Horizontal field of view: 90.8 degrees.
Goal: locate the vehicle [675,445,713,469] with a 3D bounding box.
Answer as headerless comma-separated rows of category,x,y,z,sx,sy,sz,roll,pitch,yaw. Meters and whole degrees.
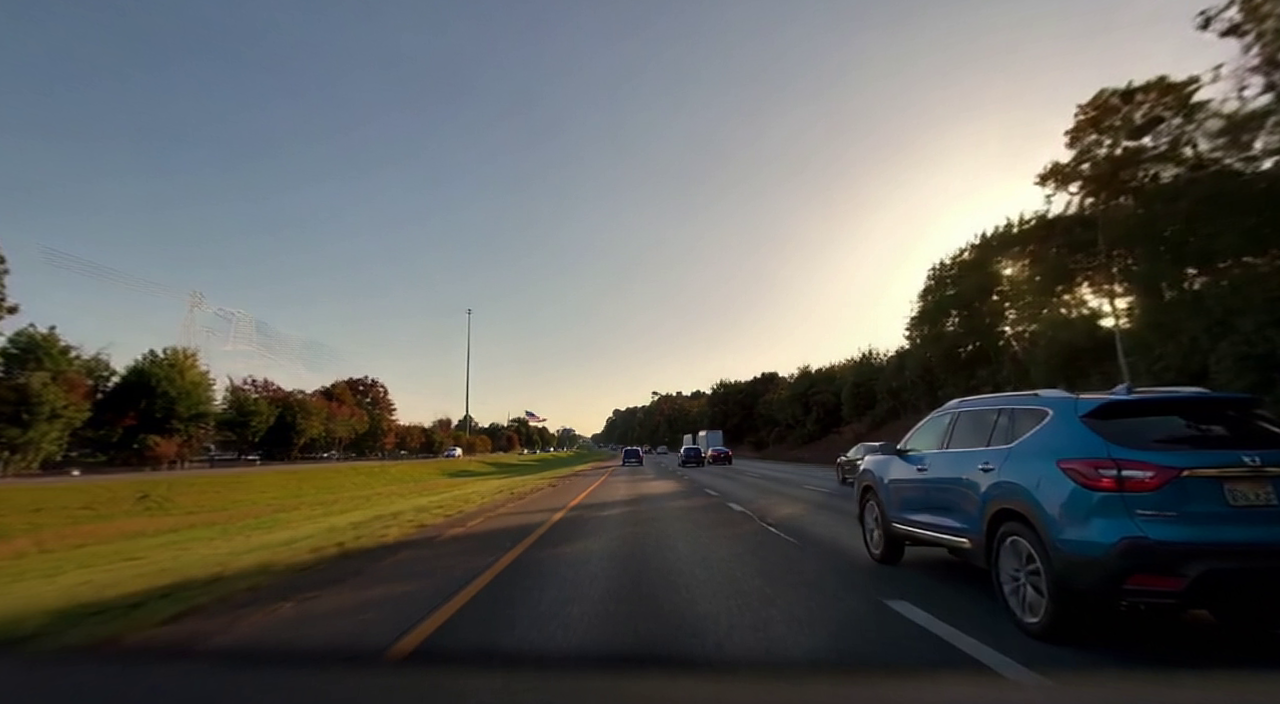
vehicle,3.396,6.720,40.688,1.978,1.488,4.252,0,-8,-1

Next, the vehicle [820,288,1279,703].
vehicle,3.798,1.147,5.739,2.461,2.013,6.075,0,-8,-1

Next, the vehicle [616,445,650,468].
vehicle,-0.447,6.785,41.183,2.085,1.449,3.860,0,-8,-1
